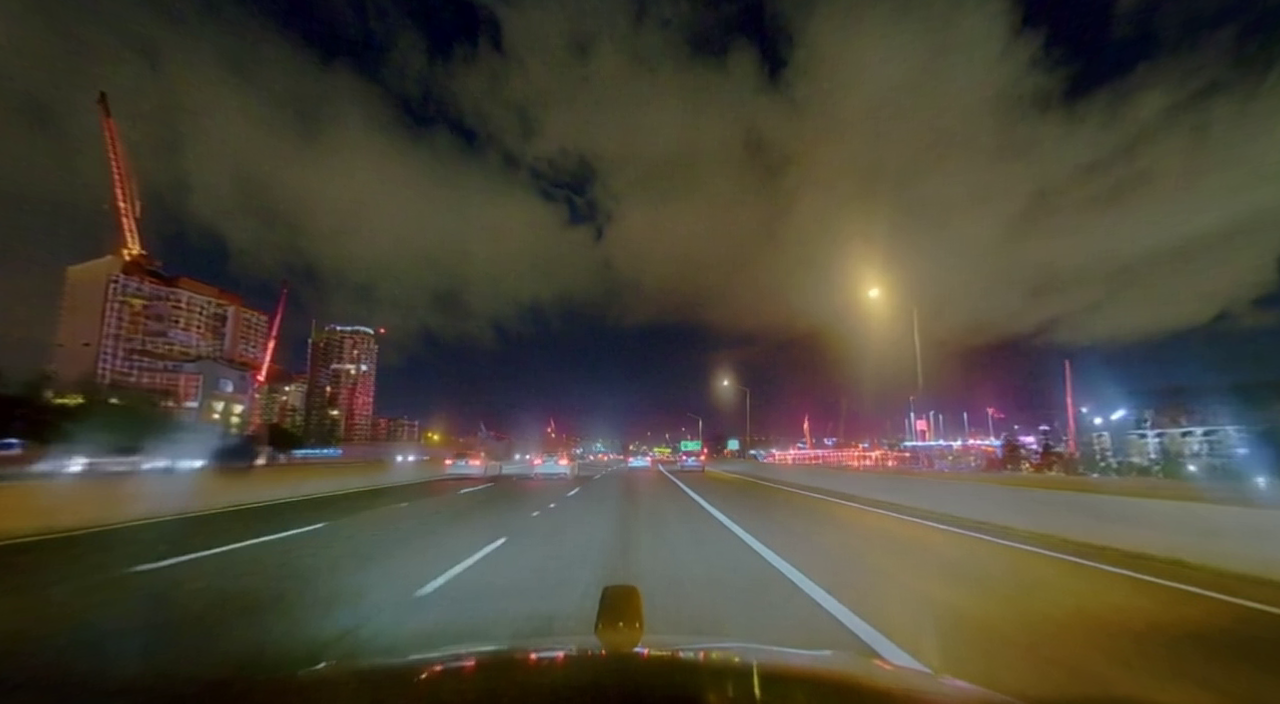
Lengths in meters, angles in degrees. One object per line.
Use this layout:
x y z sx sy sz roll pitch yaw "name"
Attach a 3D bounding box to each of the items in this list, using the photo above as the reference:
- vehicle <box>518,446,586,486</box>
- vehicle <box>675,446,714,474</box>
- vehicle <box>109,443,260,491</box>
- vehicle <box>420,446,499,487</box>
-3.562 4.717 26.486 2.136 1.512 4.488 0 -8 1 "vehicle"
3.312 6.667 39.313 1.978 1.602 4.092 0 -8 -1 "vehicle"
-16.373 4.116 23.120 1.984 1.539 4.752 0 -8 0 "vehicle"
-7.383 4.701 26.256 1.951 1.528 4.209 0 -8 1 "vehicle"
